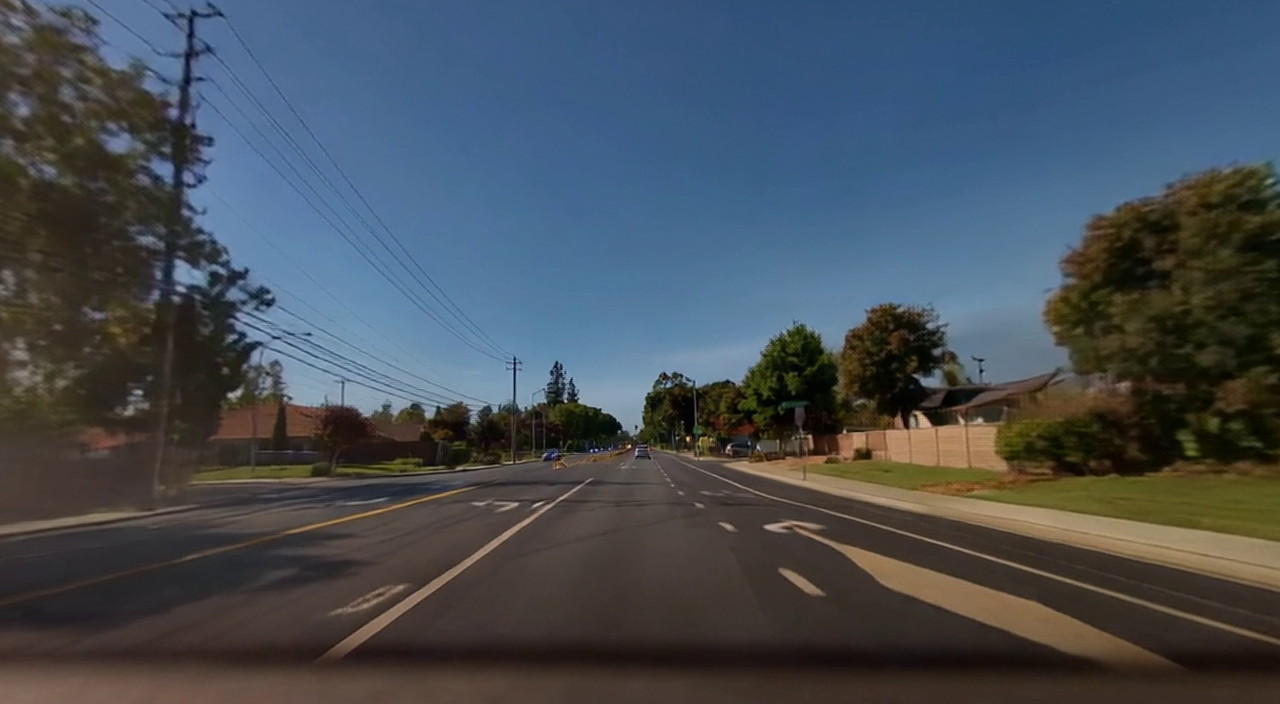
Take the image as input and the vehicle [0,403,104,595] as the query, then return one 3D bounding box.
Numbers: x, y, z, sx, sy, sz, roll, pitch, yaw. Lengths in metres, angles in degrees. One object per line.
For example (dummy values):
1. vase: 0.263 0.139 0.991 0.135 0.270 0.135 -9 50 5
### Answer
1. vehicle: -7.523 1.260 4.529 2.325 1.877 5.690 -3 -9 0
